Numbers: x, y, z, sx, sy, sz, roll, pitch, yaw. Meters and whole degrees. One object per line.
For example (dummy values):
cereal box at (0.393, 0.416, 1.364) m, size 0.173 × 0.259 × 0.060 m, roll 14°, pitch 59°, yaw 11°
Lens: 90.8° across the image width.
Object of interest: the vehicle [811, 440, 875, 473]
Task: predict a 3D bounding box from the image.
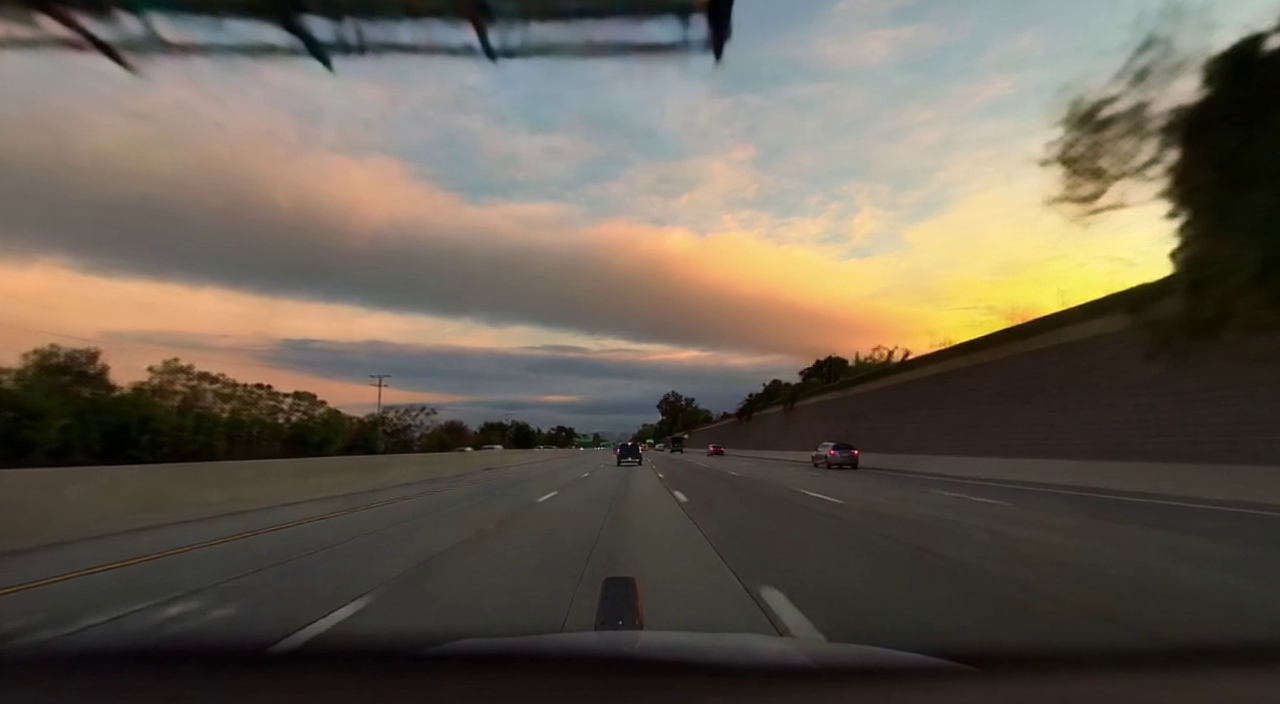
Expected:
vehicle at (11.083, 5.725, 34.844) m, size 1.912 × 1.673 × 4.438 m, roll 0°, pitch -8°, yaw -1°

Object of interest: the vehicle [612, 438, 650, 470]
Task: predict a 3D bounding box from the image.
vehicle at (-0.590, 6.024, 37.491) m, size 2.121 × 1.739 × 4.087 m, roll 0°, pitch -8°, yaw -2°
